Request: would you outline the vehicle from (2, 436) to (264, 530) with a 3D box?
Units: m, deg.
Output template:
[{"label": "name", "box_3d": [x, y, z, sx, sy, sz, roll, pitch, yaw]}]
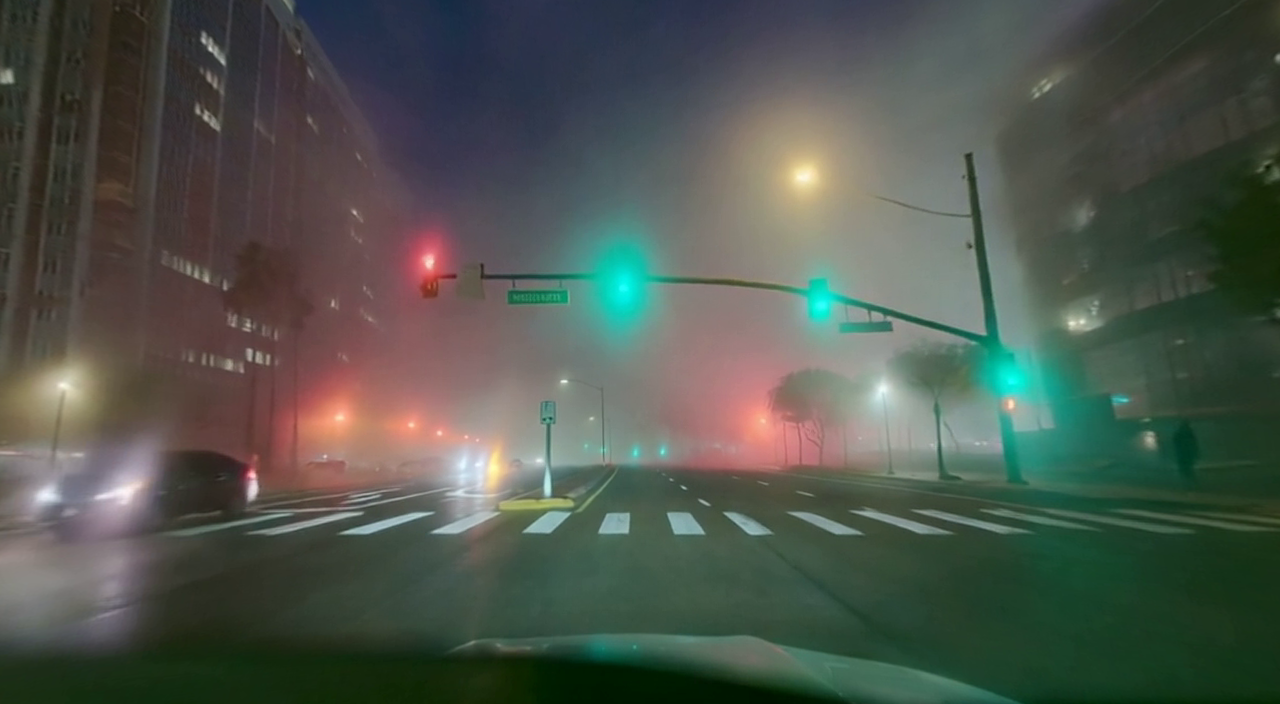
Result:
[{"label": "vehicle", "box_3d": [-12.860, 3.314, 16.767, 2.268, 2.016, 5.632, 0, -9, 0]}]
